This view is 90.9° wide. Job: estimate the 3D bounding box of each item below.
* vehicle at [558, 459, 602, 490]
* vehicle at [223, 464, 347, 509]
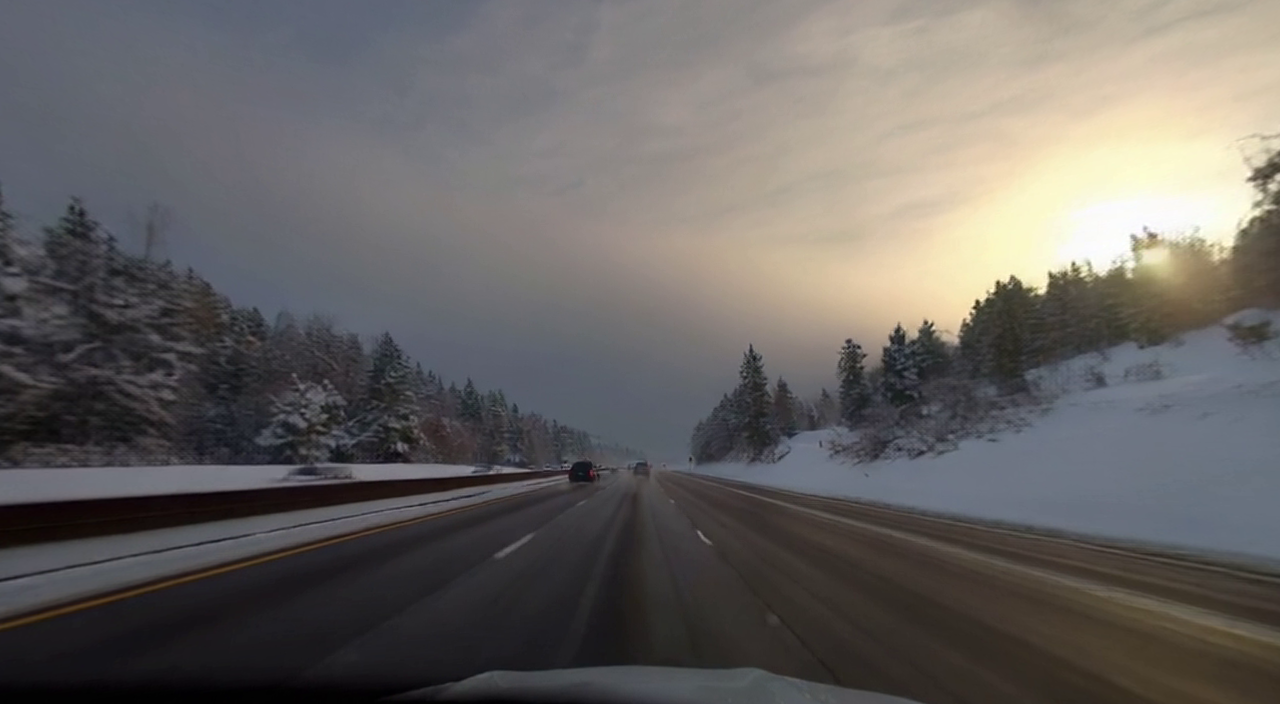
[{"bbox_3d":[-3.687,7.684,39.618,2.233,1.791,4.981,1,-11,1],"label":"vehicle"},{"bbox_3d":[-12.880,4.906,23.215,1.929,1.432,4.378,1,-11,1],"label":"vehicle"}]
